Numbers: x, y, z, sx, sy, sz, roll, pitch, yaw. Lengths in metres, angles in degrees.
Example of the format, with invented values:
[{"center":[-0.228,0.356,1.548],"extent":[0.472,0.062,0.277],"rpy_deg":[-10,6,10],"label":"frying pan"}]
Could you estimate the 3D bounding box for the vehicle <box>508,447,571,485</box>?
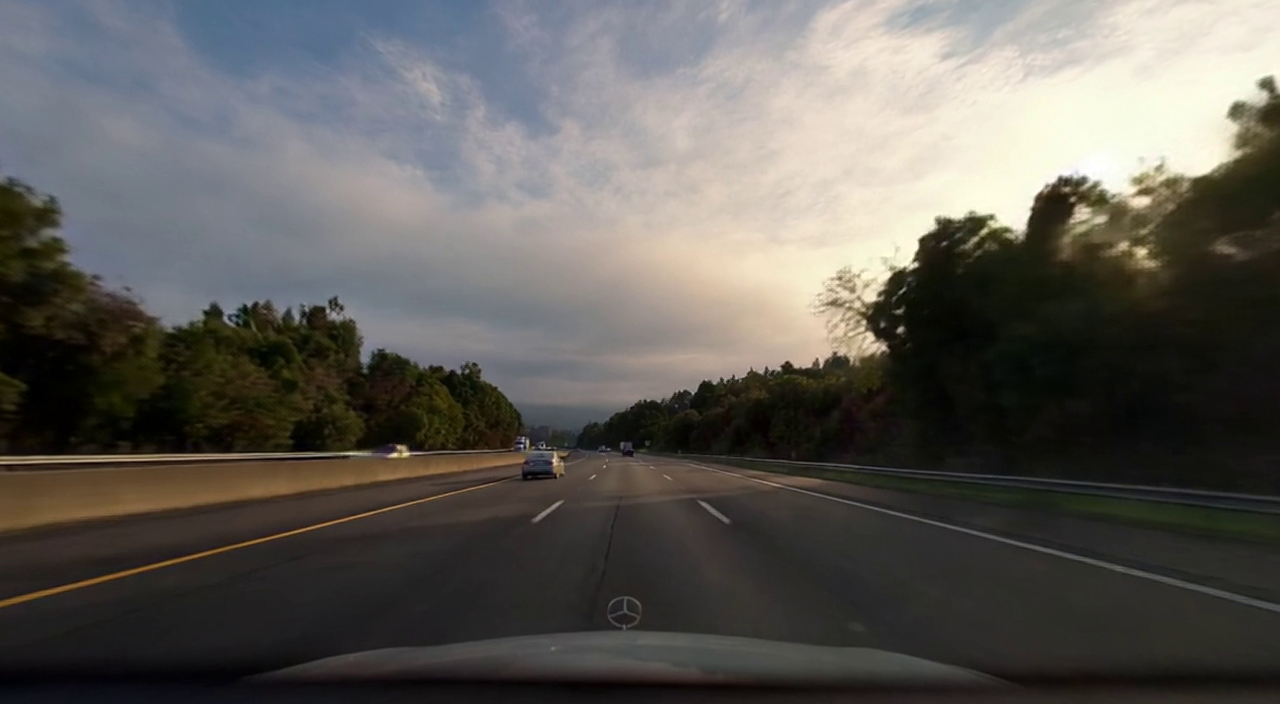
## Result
[{"center":[-4.251,4.901,27.415],"extent":[2.022,1.513,4.613],"rpy_deg":[0,-9,0],"label":"vehicle"}]
